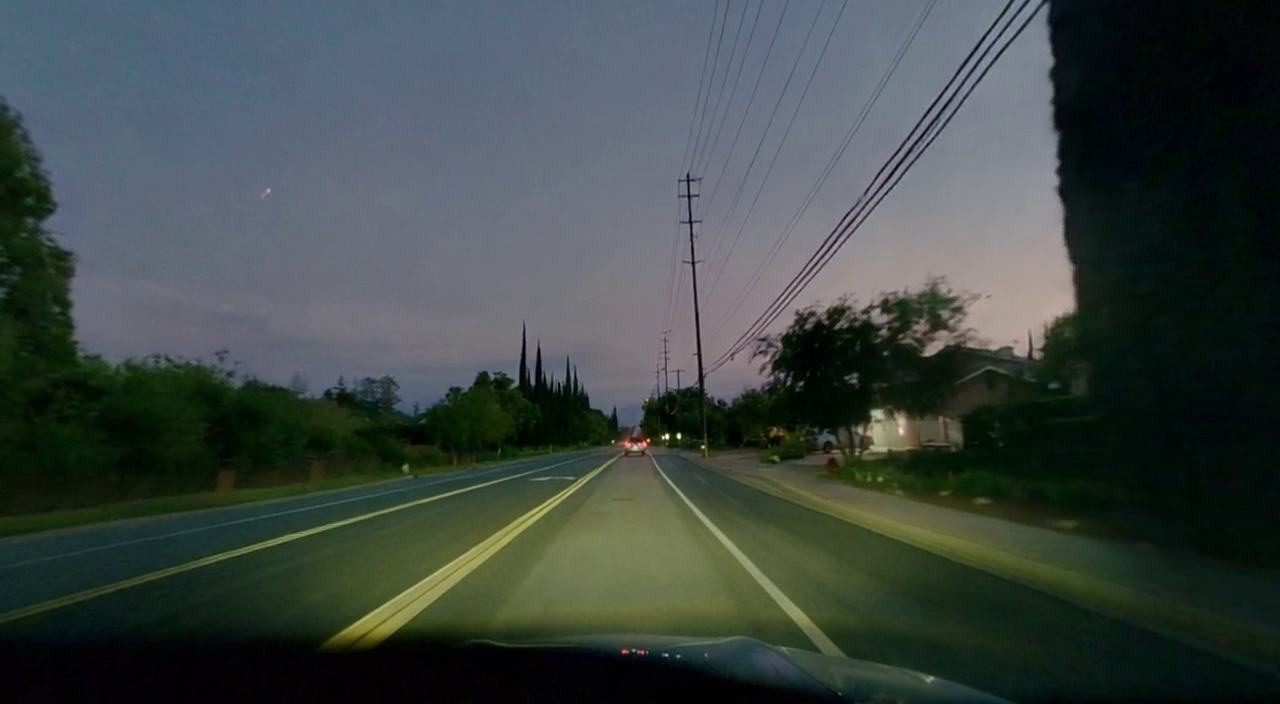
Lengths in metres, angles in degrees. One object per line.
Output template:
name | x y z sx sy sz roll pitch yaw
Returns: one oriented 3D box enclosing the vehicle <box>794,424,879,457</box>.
vehicle | 12.860 5.832 41.433 4.905 2.056 2.058 0 -8 0
